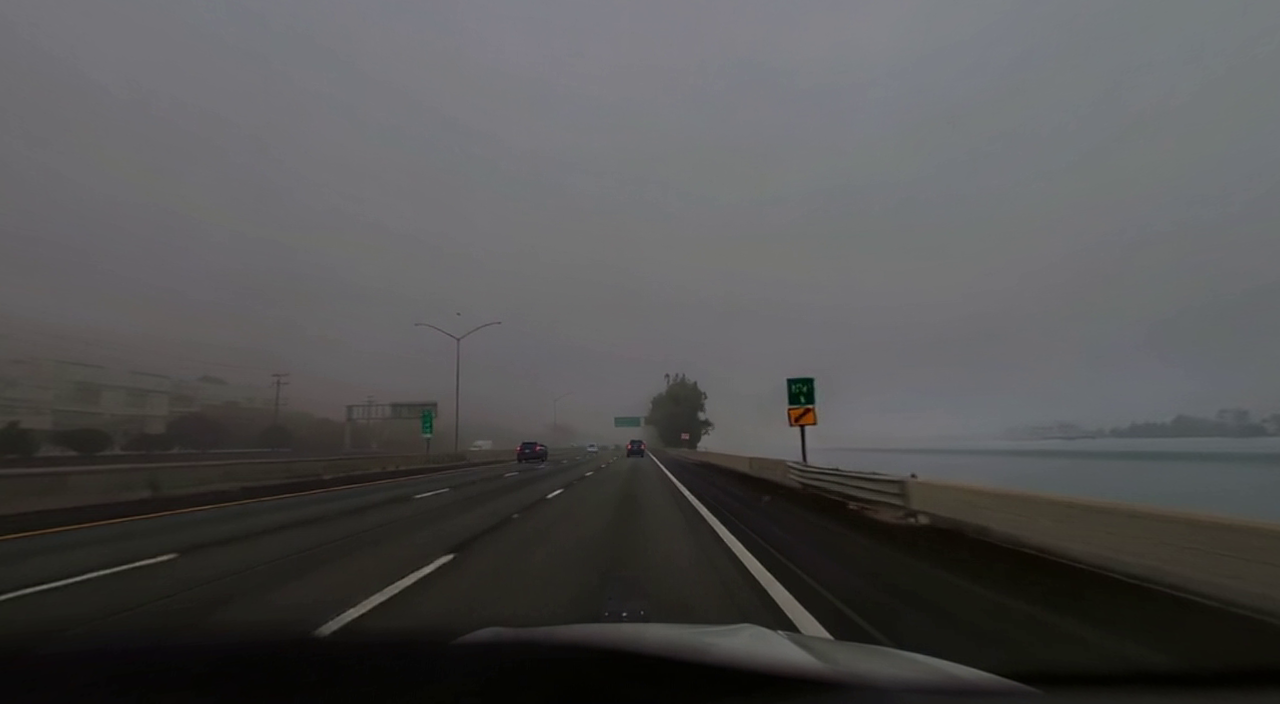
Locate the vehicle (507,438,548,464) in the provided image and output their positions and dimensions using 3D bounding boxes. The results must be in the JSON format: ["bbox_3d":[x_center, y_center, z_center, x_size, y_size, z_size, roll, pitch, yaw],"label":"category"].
[{"bbox_3d":[-7.488,6.606,42.194,1.946,1.590,4.042,0,-8,1],"label":"vehicle"}]
